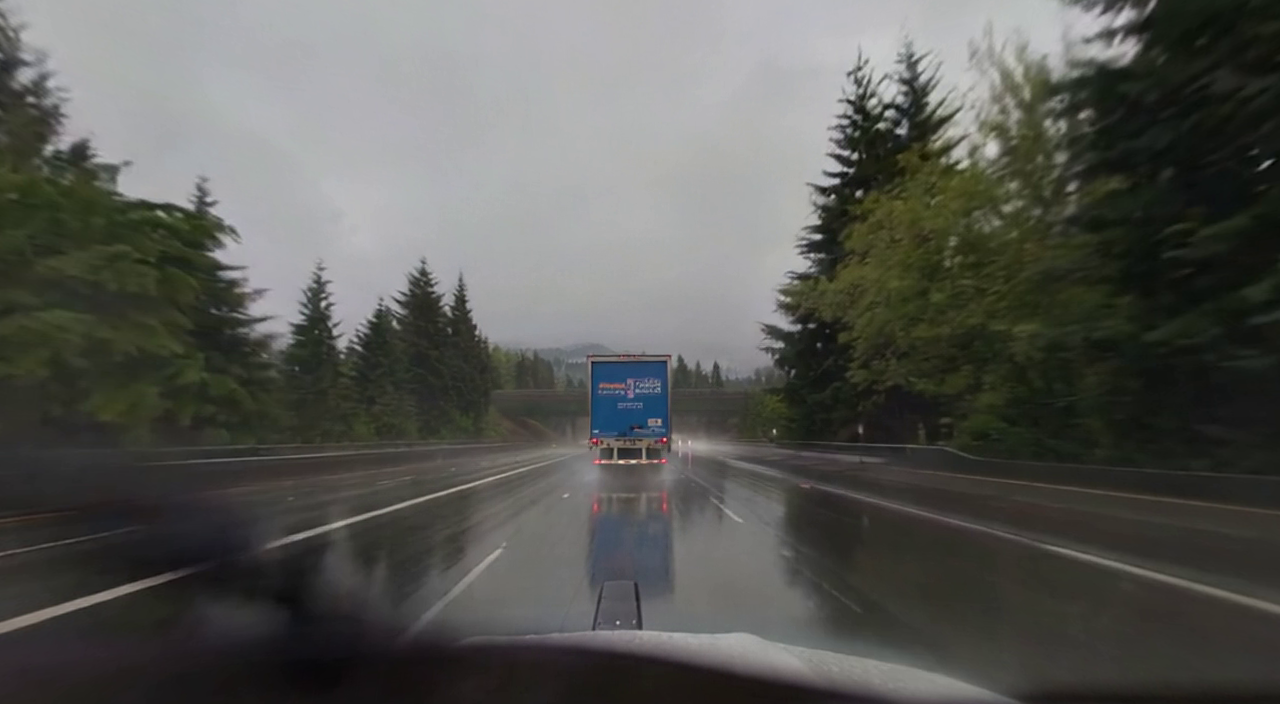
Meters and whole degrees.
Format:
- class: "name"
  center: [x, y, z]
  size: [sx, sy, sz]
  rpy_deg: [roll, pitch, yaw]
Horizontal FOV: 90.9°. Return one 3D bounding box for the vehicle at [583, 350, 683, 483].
- class: "vehicle"
  center: [-0.418, 2.540, 23.580]
  size: [2.895, 3.861, 10.213]
  rpy_deg: [0, -8, -2]
